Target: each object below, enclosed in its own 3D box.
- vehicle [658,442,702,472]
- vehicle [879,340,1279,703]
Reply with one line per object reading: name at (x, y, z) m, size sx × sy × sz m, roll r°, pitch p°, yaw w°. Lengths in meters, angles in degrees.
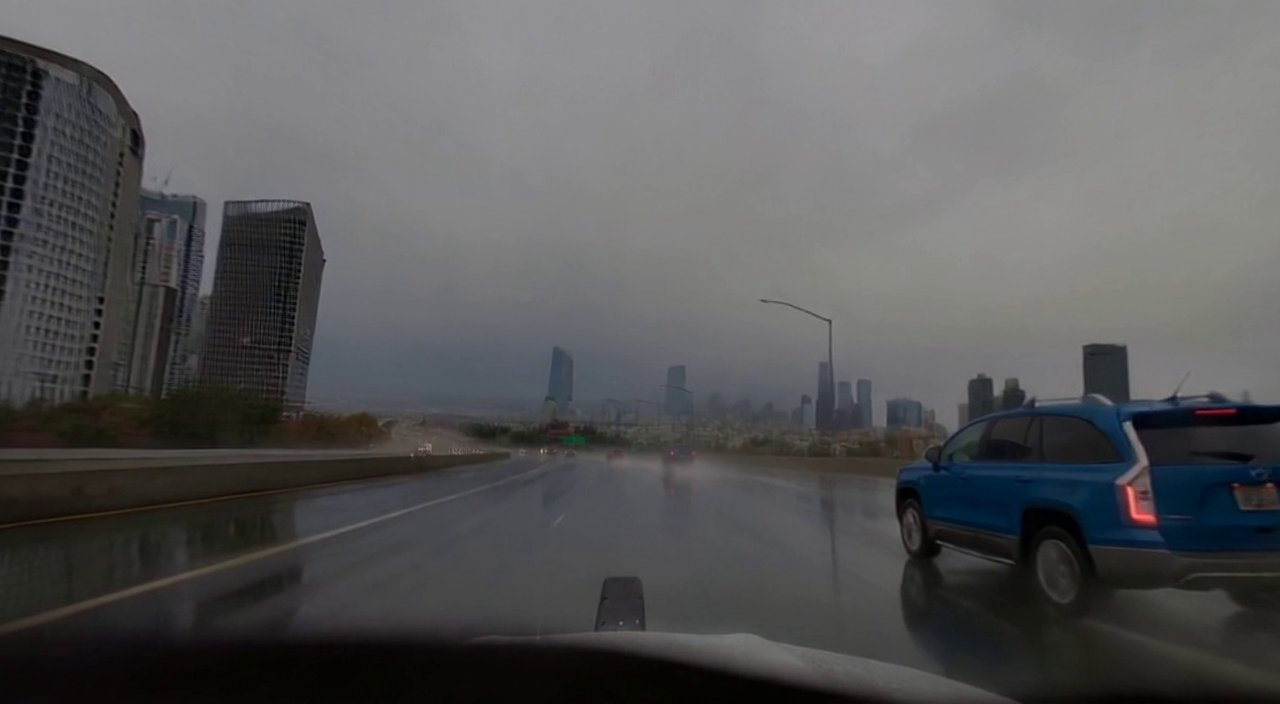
vehicle at (2.475, 6.681, 40.632) m, size 2.110 × 1.780 × 4.682 m, roll 0°, pitch -8°, yaw -5°
vehicle at (4.036, 1.139, 5.388) m, size 2.182 × 1.826 × 4.392 m, roll 0°, pitch -8°, yaw -1°
